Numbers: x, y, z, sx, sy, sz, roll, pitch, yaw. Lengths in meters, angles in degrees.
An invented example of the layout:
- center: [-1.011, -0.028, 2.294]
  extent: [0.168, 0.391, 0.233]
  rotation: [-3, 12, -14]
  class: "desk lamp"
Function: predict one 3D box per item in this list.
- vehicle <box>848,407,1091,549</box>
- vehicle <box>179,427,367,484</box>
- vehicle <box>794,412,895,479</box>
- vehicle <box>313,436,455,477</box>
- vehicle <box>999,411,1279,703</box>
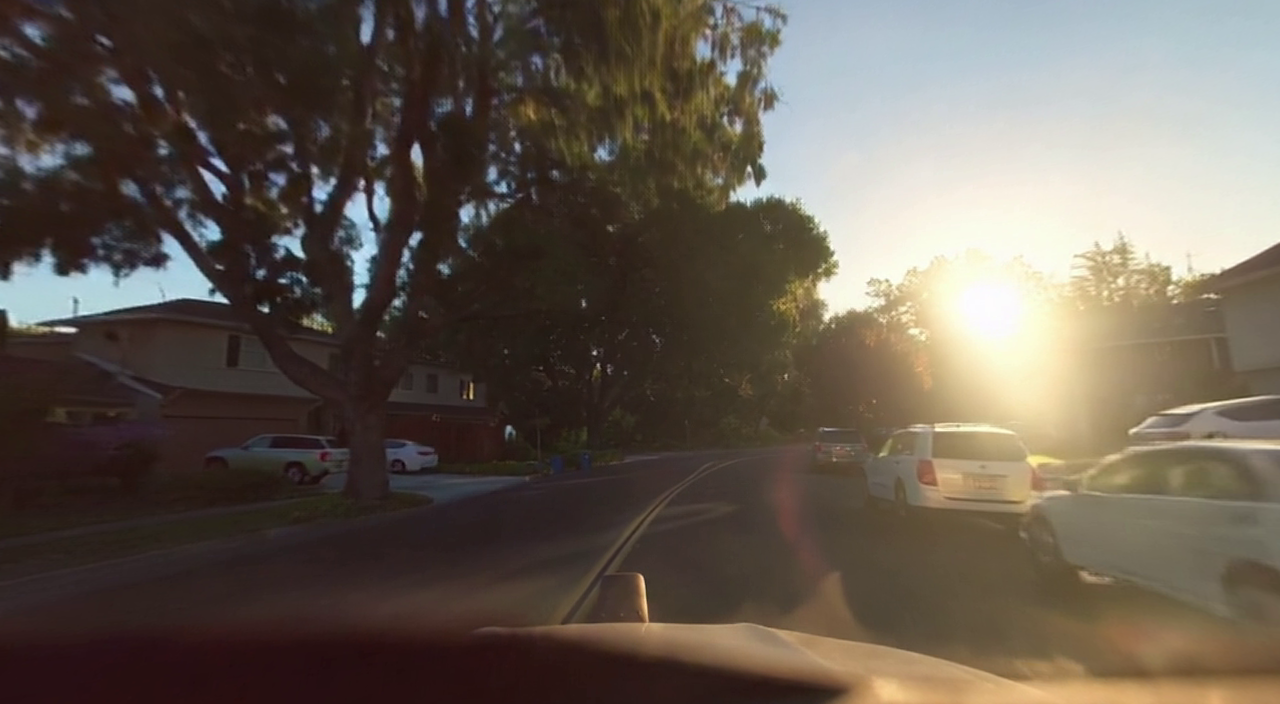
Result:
- center: [5.030, 1.981, 10.598]
  extent: [2.194, 1.786, 4.704]
  rotation: [-2, -9, 10]
  class: "vehicle"
- center: [-11.188, 3.165, 19.448]
  extent: [4.635, 1.594, 2.132]
  rotation: [-2, -9, 10]
  class: "vehicle"
- center: [7.315, 3.461, 23.420]
  extent: [2.735, 2.117, 6.103]
  rotation: [-2, -9, 10]
  class: "vehicle"
- center: [-9.492, 3.886, 23.583]
  extent: [4.455, 1.419, 2.017]
  rotation: [-2, -9, 9]
  class: "vehicle"
- center: [4.352, 1.254, 4.586]
  extent: [1.806, 1.486, 3.535]
  rotation: [-2, -9, 9]
  class: "vehicle"
